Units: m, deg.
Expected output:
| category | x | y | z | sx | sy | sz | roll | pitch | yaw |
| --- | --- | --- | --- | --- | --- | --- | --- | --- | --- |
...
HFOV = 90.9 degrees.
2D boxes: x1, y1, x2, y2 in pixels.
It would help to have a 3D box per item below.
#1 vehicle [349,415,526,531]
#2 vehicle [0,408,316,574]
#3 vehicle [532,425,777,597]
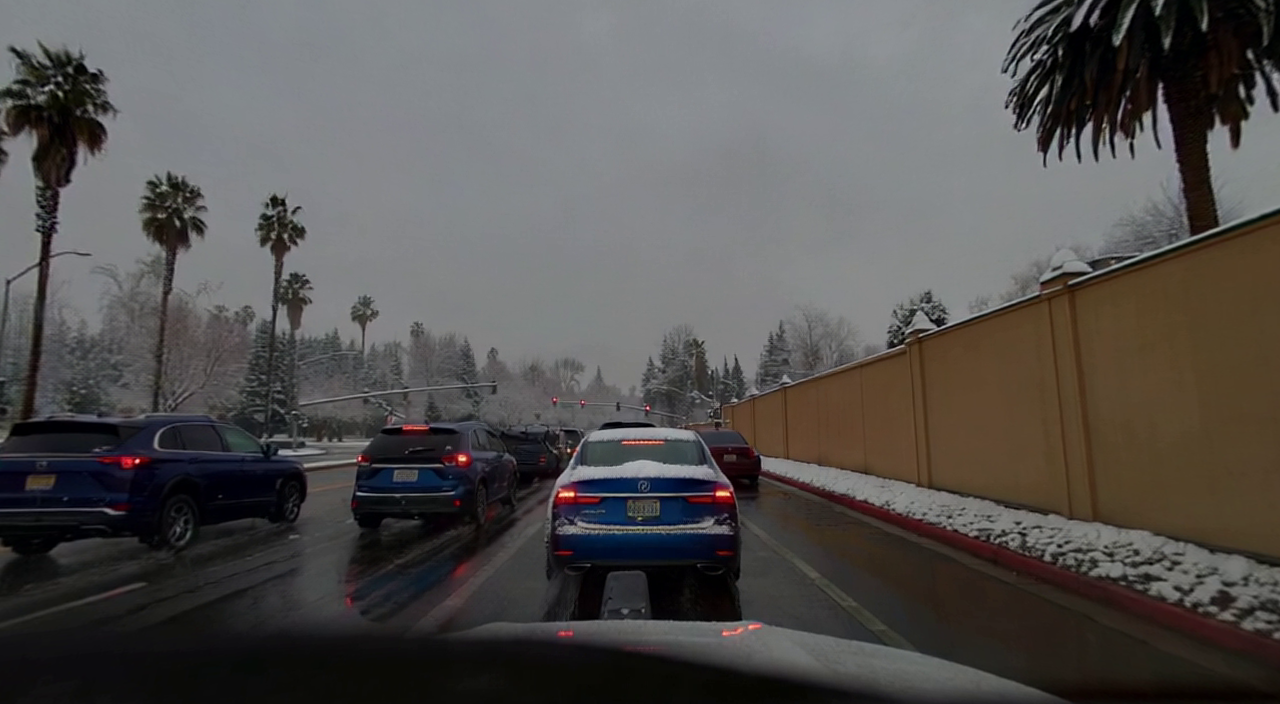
| category | x | y | z | sx | sy | sz | roll | pitch | yaw |
| --- | --- | --- | --- | --- | --- | --- | --- | --- | --- |
| vehicle | -3.462 | 2.158 | 11.733 | 2.007 | 1.746 | 4.136 | 0 | -9 | -2 |
| vehicle | -6.677 | 1.779 | 8.854 | 1.963 | 1.721 | 4.467 | 0 | -8 | -2 |
| vehicle | 0.066 | 1.708 | 7.698 | 2.128 | 1.473 | 4.272 | 0 | -8 | -2 |
